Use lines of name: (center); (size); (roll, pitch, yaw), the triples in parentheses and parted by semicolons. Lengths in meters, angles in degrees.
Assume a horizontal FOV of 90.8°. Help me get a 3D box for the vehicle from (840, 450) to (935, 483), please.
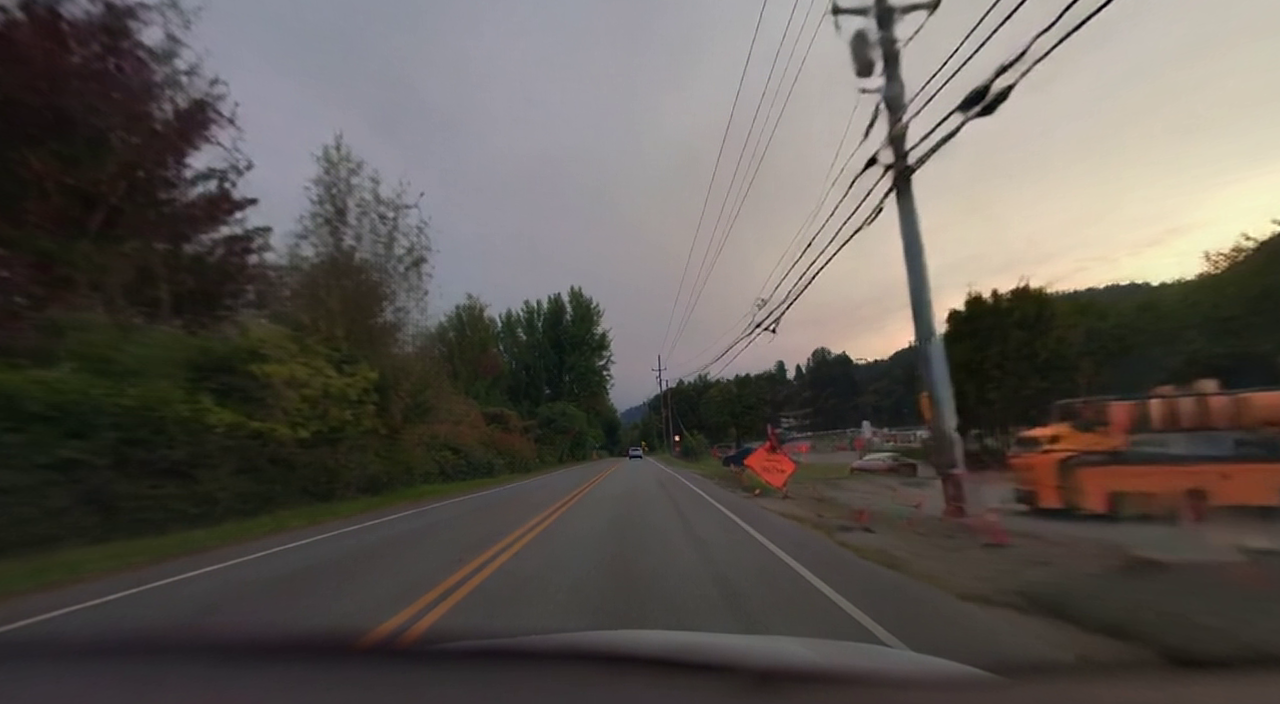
vehicle: (12.219, 5.595, 31.090); (4.715, 1.469, 1.900); (6, -9, -32)

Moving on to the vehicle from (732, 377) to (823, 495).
vehicle: (4.068, 2.523, 19.060); (2.374, 3.357, 1.724); (0, -9, 4)
